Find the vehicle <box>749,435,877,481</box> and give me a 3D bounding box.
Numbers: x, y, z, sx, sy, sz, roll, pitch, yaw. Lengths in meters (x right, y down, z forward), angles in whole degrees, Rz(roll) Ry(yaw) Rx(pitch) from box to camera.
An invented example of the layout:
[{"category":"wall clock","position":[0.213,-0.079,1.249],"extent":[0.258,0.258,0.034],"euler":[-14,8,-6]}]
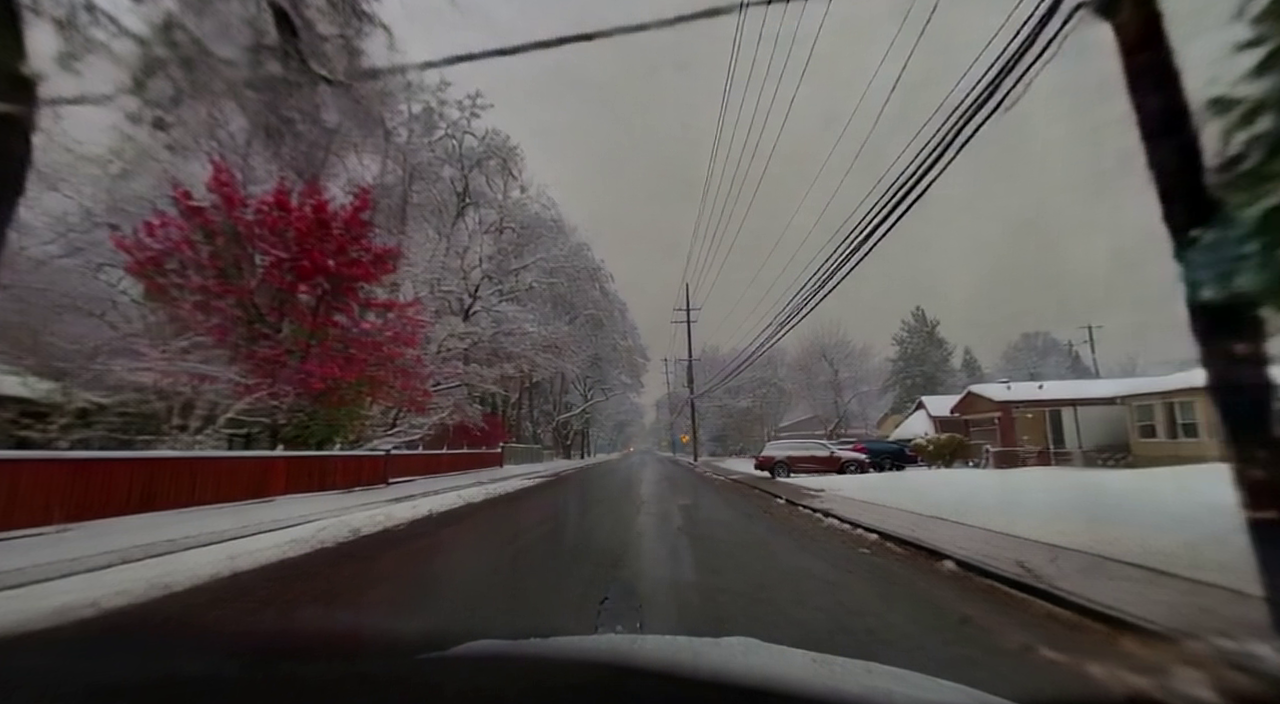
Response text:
[{"category":"vehicle","position":[7.202,4.447,26.689],"extent":[4.806,1.851,2.050],"euler":[0,-9,2]}]
